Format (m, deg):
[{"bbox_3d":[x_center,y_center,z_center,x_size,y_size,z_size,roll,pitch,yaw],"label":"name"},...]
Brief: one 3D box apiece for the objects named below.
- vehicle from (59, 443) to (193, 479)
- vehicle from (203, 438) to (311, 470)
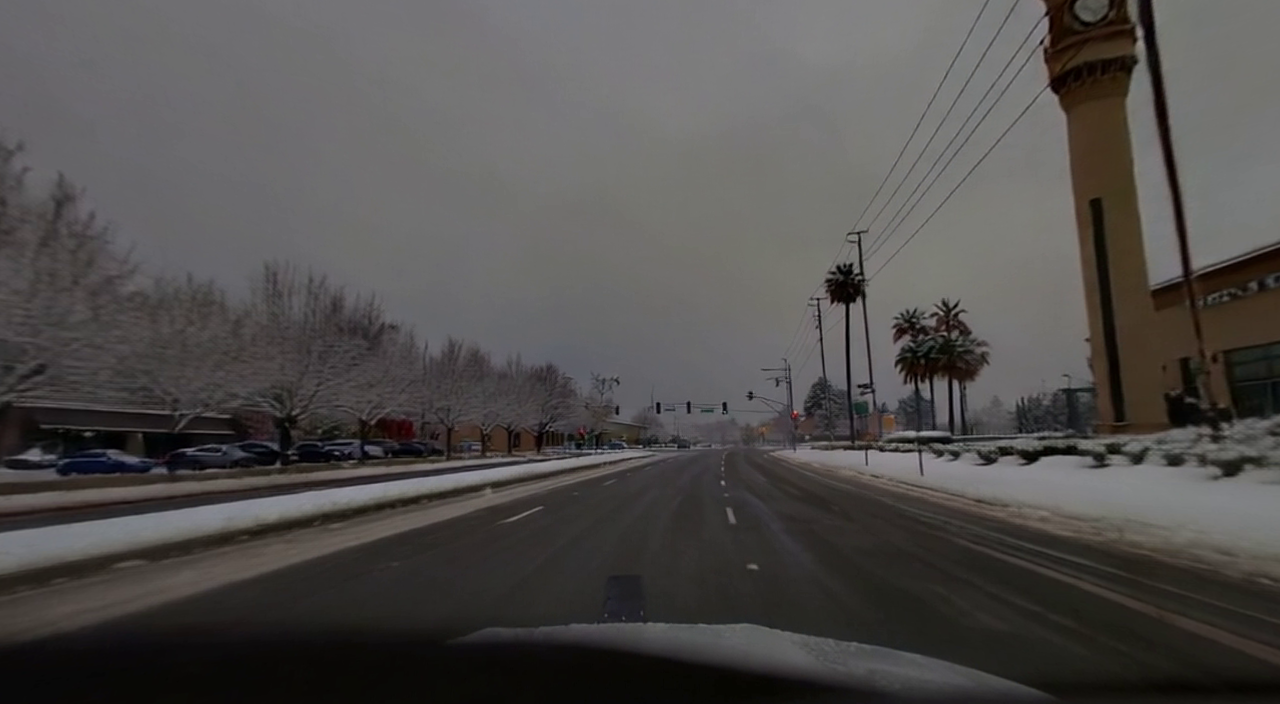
[{"bbox_3d":[-23.173,4.909,28.424,4.440,1.541,1.851,0,-9,1],"label":"vehicle"},{"bbox_3d":[-22.199,5.908,36.474,5.084,1.664,2.006,-2,-7,4],"label":"vehicle"}]
